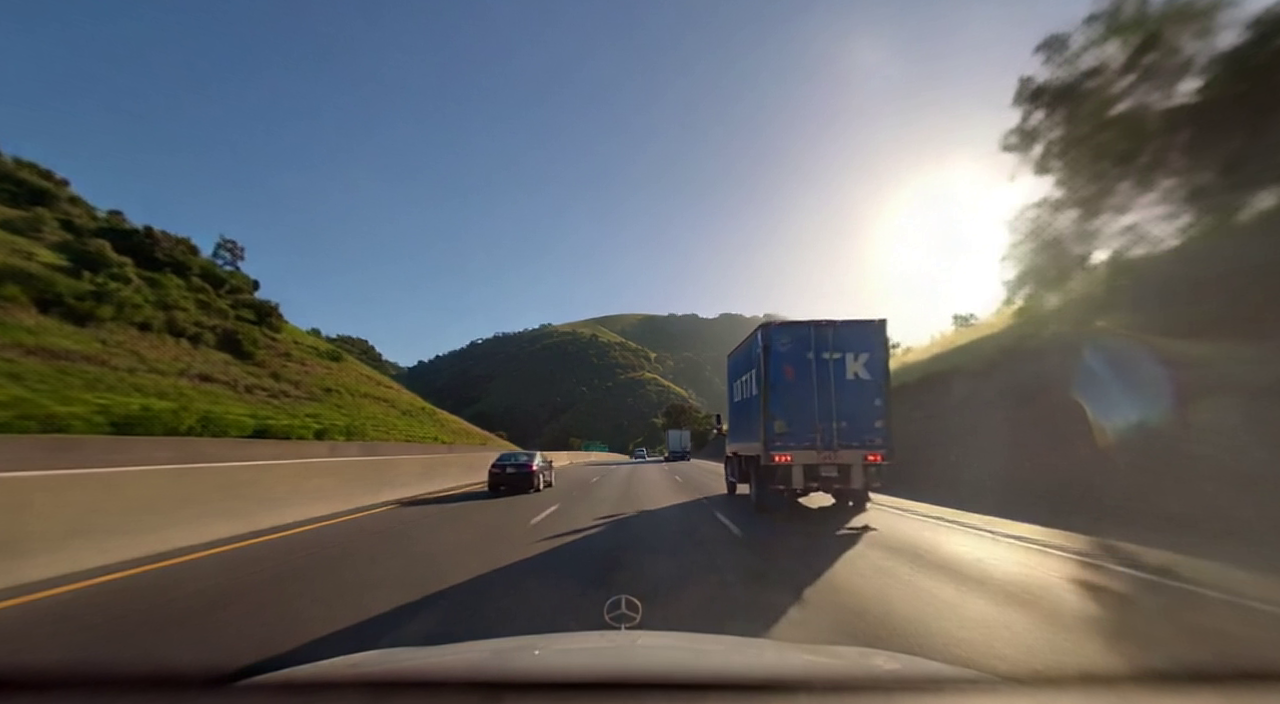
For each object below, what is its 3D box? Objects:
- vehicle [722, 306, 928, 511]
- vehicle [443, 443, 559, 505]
[{"bbox_3d":[4.003,1.548,15.575,2.999,4.023,6.337,0,-9,-1],"label":"vehicle"},{"bbox_3d":[-3.745,3.403,18.099,2.060,1.475,5.314,0,-9,1],"label":"vehicle"}]
